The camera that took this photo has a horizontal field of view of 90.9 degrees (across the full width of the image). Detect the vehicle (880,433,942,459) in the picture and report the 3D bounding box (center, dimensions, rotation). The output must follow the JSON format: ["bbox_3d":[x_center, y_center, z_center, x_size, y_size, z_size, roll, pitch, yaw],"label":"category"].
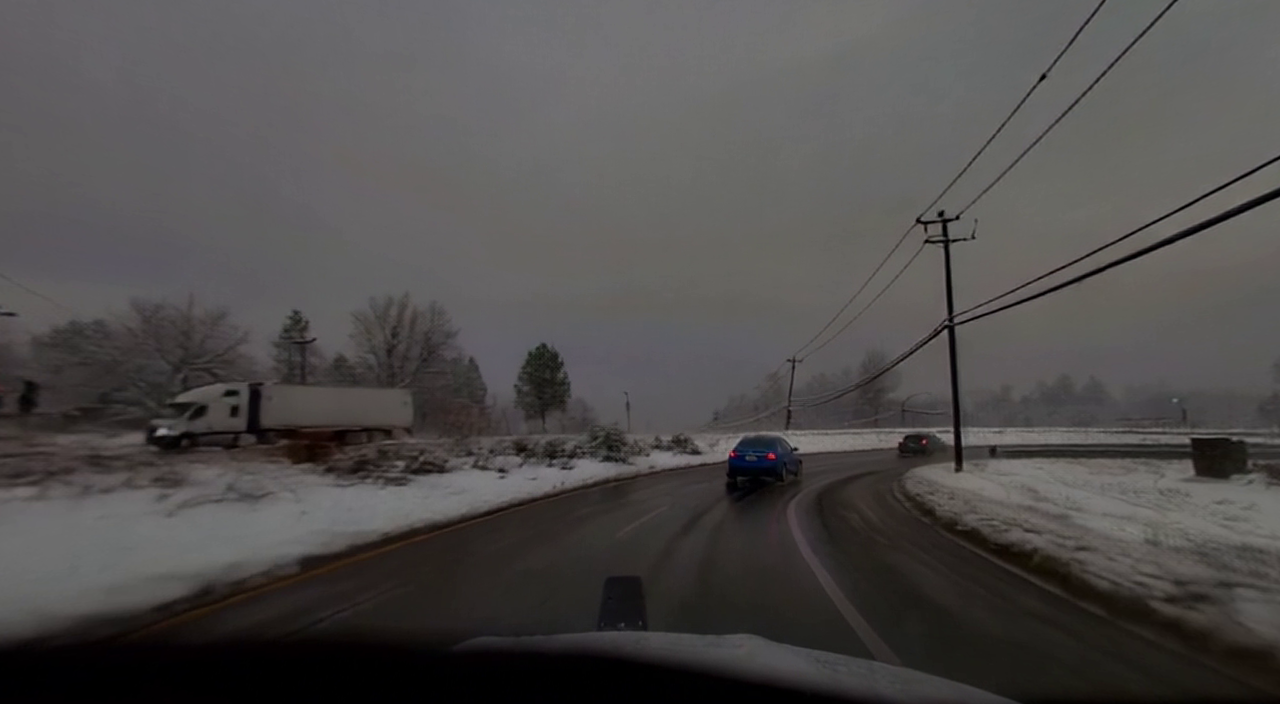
[{"bbox_3d":[16.455,5.690,38.209,4.307,1.465,1.836,8,-12,-43],"label":"vehicle"}]

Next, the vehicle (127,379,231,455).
[{"bbox_3d":[-23.888,3.459,32.708,3.911,3.666,2.936,7,-11,-39],"label":"vehicle"}]

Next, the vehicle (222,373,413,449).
[{"bbox_3d":[-18.640,3.660,37.067,9.356,3.992,2.808,7,-11,-39],"label":"vehicle"}]

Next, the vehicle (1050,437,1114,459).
[{"bbox_3d":[33.177,7.187,47.322,4.102,1.552,1.931,3,-9,-23],"label":"vehicle"}]

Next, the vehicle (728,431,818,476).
[{"bbox_3d":[4.790,3.527,22.204,2.026,1.407,4.374,-4,-9,26],"label":"vehicle"}]
